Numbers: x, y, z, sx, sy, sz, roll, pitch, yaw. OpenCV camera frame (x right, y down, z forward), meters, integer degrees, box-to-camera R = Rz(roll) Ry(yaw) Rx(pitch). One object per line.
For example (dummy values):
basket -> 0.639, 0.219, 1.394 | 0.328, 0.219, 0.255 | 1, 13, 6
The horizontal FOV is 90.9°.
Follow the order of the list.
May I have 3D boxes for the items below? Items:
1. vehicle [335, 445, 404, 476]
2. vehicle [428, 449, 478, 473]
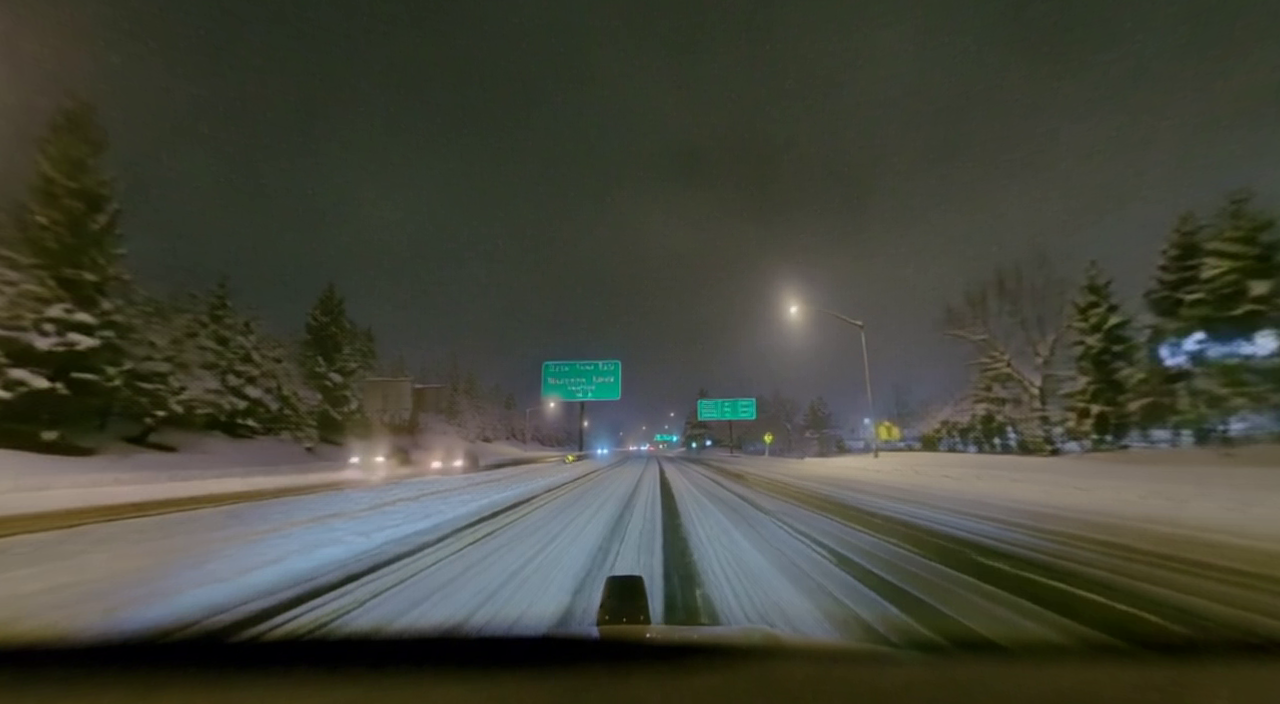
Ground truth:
vehicle -> -16.560, 6.643, 38.860 | 2.012, 1.768, 4.615 | -1, -9, 2
vehicle -> -12.315, 7.201, 41.844 | 1.870, 1.451, 4.490 | 0, -9, 1
